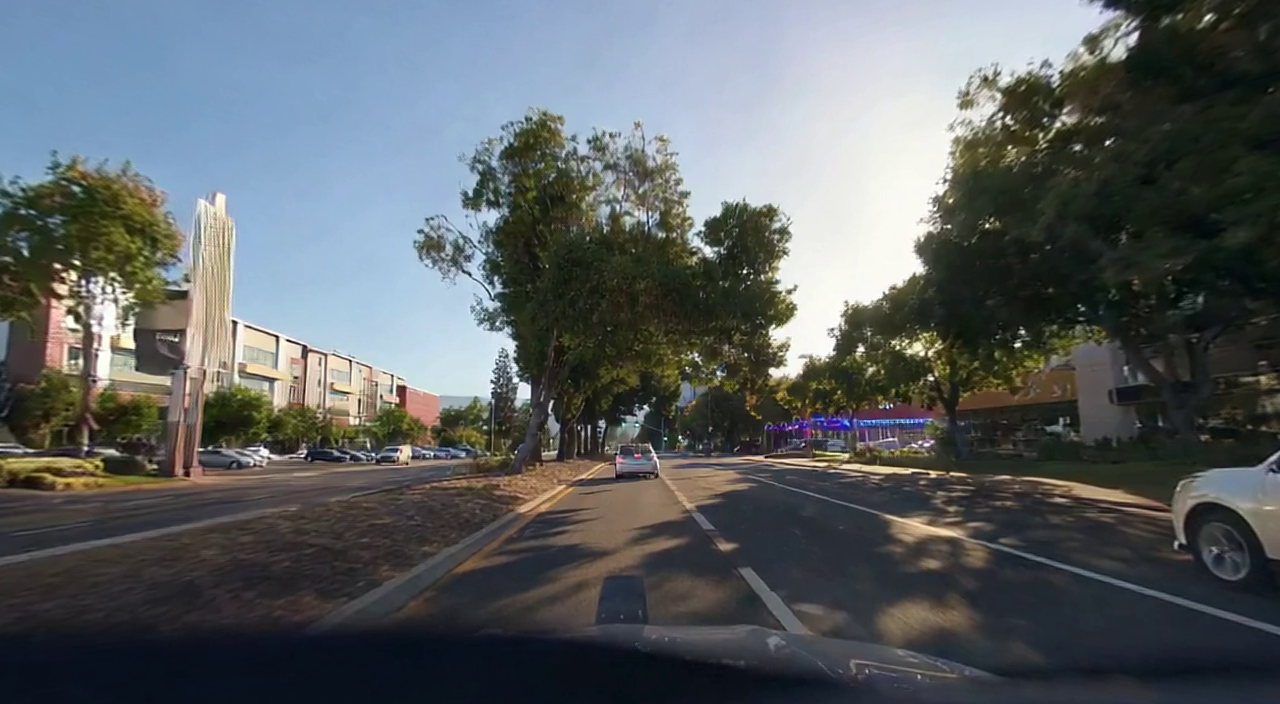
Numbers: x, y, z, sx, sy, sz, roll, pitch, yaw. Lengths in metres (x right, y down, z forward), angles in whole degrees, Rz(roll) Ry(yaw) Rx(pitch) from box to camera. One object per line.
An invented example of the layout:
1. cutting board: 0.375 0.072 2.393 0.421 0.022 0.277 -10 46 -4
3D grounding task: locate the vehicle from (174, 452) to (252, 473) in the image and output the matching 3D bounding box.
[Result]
1. vehicle: -33.072 8.544 48.965 4.686 1.478 1.801 7 -11 -41

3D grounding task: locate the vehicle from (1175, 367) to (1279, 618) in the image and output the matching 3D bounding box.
1. vehicle: 5.874 0.759 2.767 2.066 1.865 5.636 0 -8 -1

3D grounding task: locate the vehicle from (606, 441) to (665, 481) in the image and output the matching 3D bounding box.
1. vehicle: -0.204 4.350 25.531 2.185 1.473 3.925 0 -8 -1
